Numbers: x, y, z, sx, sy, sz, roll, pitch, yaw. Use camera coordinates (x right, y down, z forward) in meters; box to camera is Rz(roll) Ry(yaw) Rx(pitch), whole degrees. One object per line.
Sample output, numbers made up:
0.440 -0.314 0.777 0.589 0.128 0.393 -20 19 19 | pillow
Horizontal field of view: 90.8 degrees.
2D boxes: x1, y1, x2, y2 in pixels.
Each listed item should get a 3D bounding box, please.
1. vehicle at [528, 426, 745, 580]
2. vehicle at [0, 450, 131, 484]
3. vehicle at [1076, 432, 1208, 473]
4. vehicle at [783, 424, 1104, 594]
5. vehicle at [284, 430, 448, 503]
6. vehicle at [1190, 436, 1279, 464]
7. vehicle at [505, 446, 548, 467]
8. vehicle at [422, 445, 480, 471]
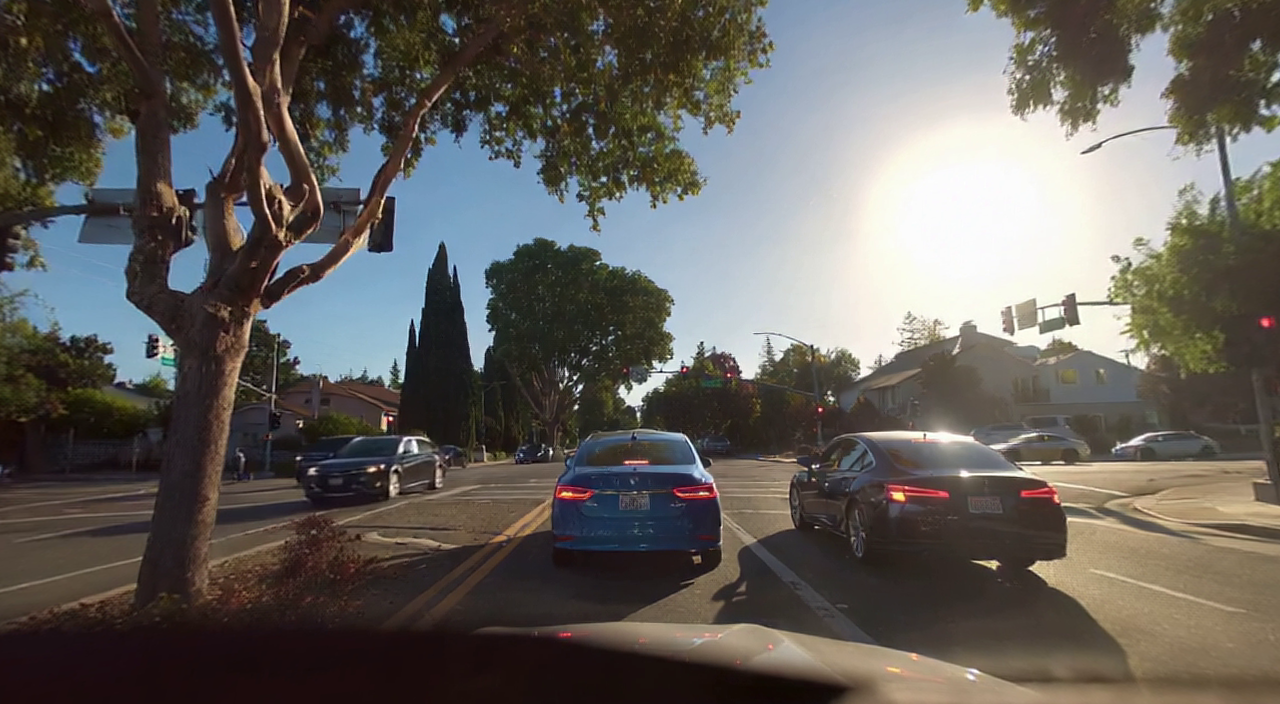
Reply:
-0.051 1.778 8.264 2.103 1.478 4.073 0 -8 -1 | vehicle
-28.161 5.614 31.055 4.538 1.591 1.949 0 -8 1 | vehicle
23.993 4.790 30.314 4.520 1.762 2.005 -1 -8 -1 | vehicle
3.183 1.712 7.757 1.913 1.505 4.097 0 -8 0 | vehicle
-7.486 3.188 18.038 2.383 1.779 4.973 0 -8 1 | vehicle
32.404 5.203 33.625 4.489 1.432 1.790 0 -9 0 | vehicle
-7.570 6.986 42.468 2.040 1.374 4.150 0 -8 1 | vehicle
-11.373 6.385 38.307 2.125 1.476 4.385 -1 -8 1 | vehicle
